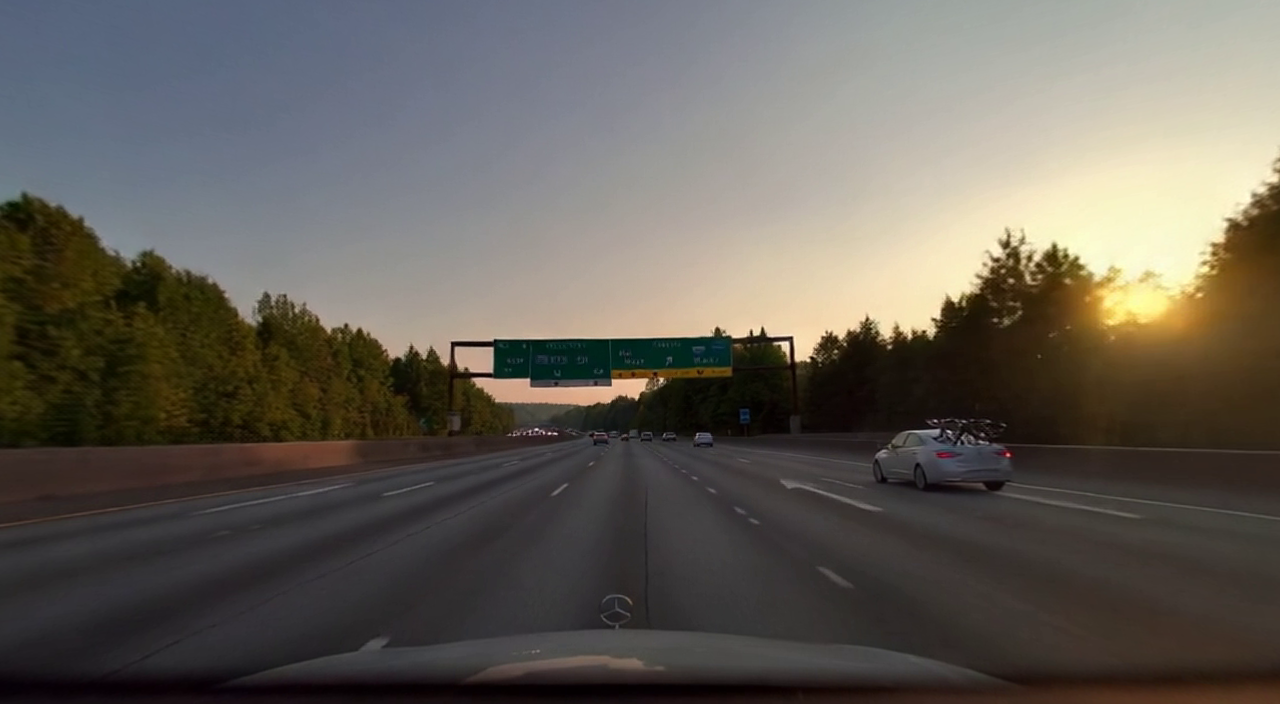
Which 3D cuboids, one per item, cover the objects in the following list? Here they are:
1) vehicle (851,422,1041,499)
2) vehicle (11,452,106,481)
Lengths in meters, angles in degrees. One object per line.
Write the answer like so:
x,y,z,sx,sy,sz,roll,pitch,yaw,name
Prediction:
6.908,2.468,14.981,2.034,1.511,4.785,0,-7,-1,vehicle
-36.094,7.096,39.292,1.897,1.560,4.672,1,-8,-7,vehicle
